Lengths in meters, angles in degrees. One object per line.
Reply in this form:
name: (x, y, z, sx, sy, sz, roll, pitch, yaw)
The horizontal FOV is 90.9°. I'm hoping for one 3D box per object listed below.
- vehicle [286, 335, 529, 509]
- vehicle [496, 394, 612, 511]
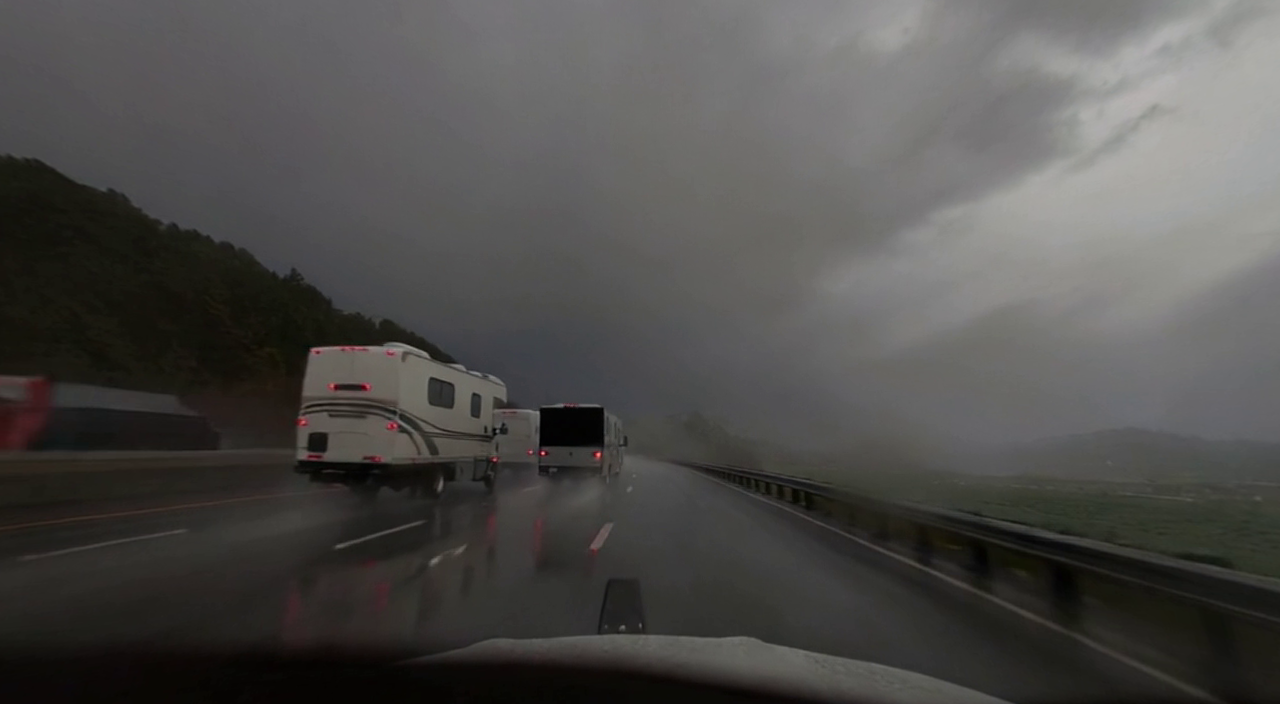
vehicle: (-6.627, 2.673, 21.819, 2.929, 4.010, 14.446, 0, -9, 0)
vehicle: (-1.990, 2.512, 15.938, 2.331, 2.583, 3.743, 0, -9, 1)
